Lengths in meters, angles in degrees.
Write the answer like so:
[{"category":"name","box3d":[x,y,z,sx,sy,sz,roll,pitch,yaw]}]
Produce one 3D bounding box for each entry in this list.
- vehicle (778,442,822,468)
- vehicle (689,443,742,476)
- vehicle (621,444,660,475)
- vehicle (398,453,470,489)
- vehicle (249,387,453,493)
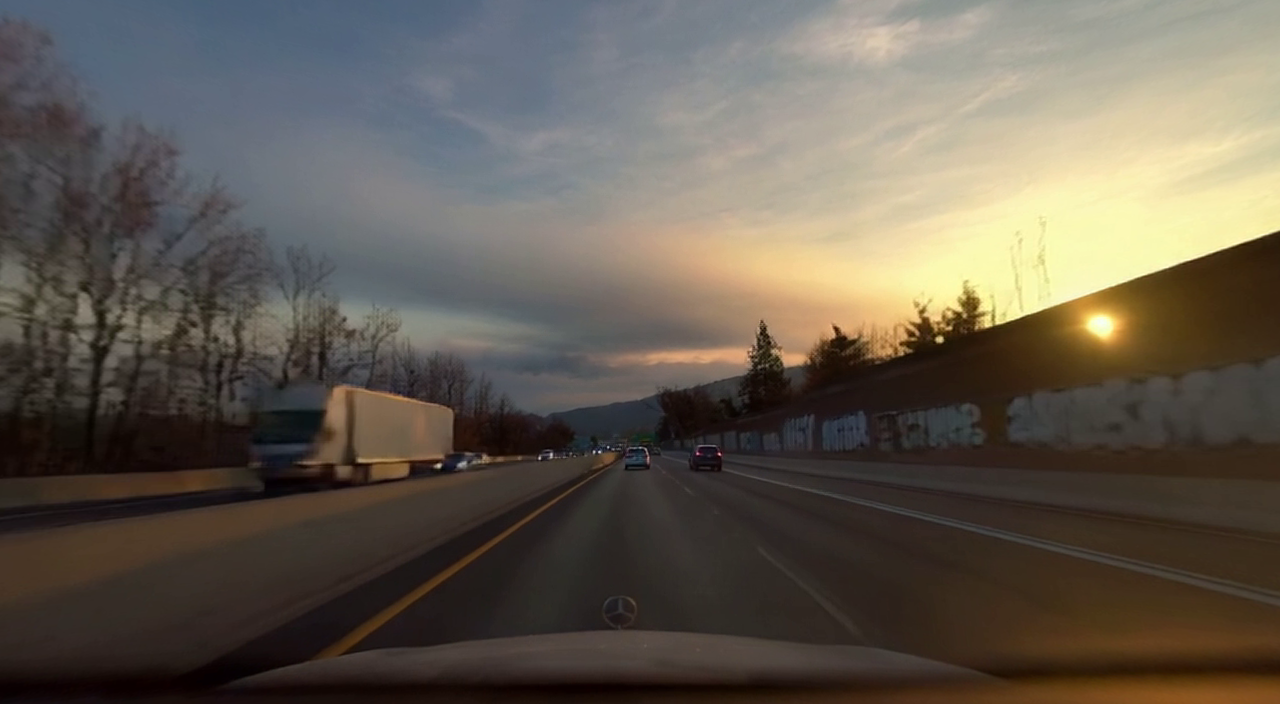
[{"category":"vehicle","box3d":[10.251,6.626,40.400,1.797,1.588,3.848,-1,-9,1]},{"category":"vehicle","box3d":[3.986,5.794,33.879,2.303,1.614,4.154,-1,-9,0]},{"category":"vehicle","box3d":[-0.001,6.210,36.378,2.095,1.671,4.219,0,-9,-1]},{"category":"vehicle","box3d":[-9.431,5.460,29.036,1.889,1.495,4.400,0,-9,-1]},{"category":"vehicle","box3d":[-13.273,4.520,31.583,3.029,3.989,15.326,0,-9,0]}]
